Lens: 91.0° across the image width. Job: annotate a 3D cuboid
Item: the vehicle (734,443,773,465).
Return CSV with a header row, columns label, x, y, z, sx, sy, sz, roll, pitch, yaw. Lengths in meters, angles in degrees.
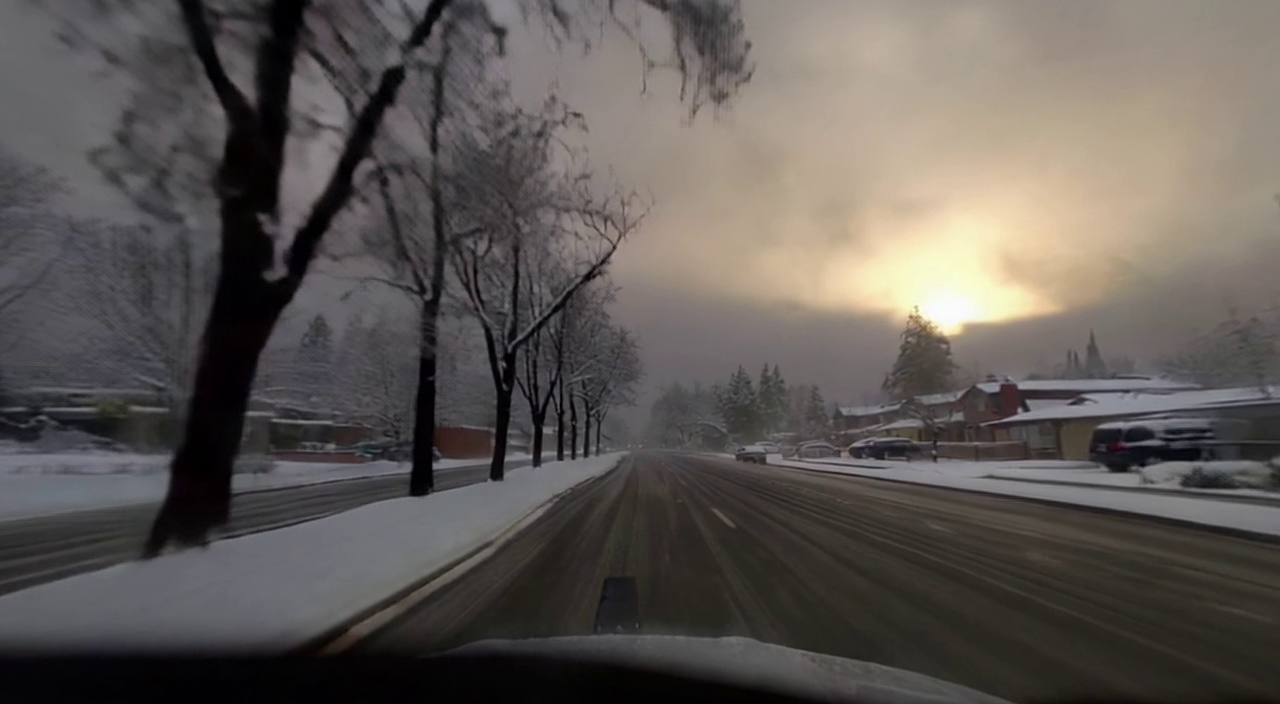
label,x,y,z,sx,sy,sz,roll,pitch,yaw
vehicle,8.625,7.771,48.104,1.940,1.516,4.319,0,-9,-3
